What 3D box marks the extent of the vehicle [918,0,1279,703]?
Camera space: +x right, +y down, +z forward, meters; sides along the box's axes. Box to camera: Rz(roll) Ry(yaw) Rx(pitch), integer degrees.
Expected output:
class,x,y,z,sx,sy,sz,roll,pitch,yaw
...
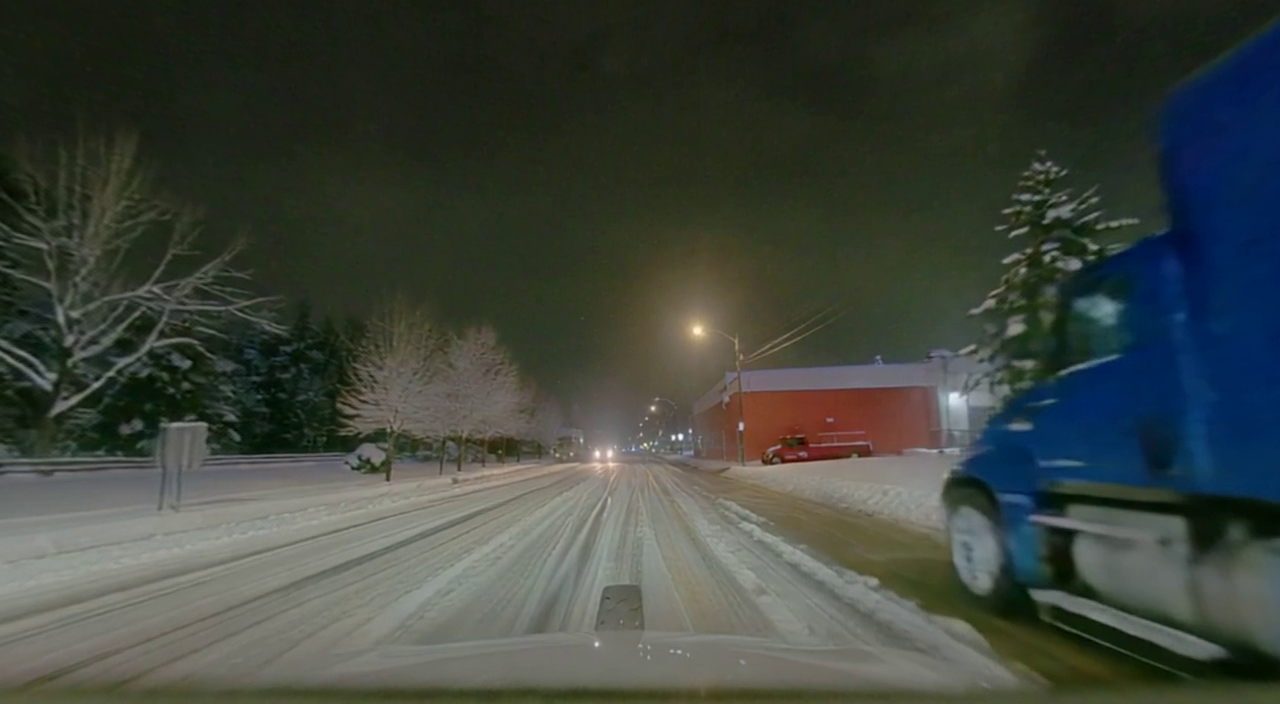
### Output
class,x,y,z,sx,sy,sz,roll,pitch,yaw
vehicle,4.123,0.107,2.479,3.019,3.303,6.252,0,-9,-1

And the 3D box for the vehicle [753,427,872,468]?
class,x,y,z,sx,sy,sz,roll,pitch,yaw
vehicle,11.582,6.474,42.867,7.188,2.416,2.528,-1,-9,-2
